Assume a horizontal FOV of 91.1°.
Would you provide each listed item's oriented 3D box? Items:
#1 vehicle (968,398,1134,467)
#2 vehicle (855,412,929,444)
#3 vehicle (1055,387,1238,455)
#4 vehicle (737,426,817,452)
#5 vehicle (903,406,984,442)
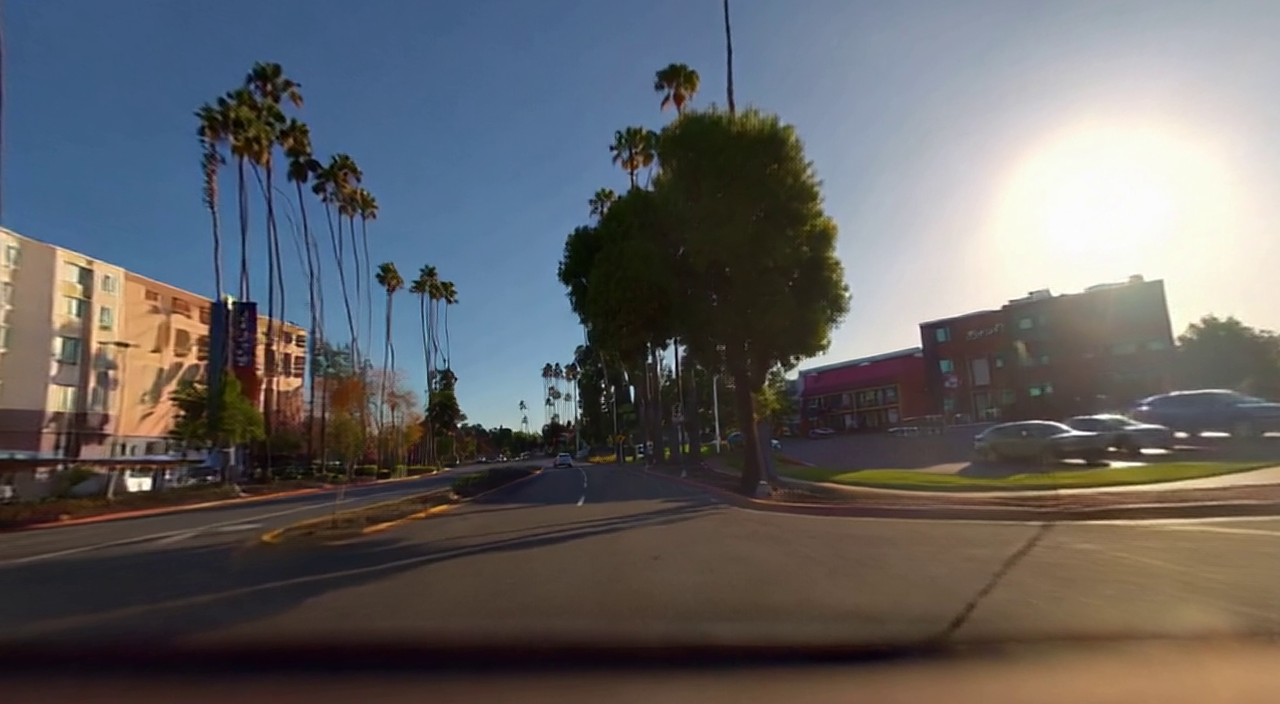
[{"bbox_3d":[11.617,2.405,18.304,2.196,1.715,4.918,-1,-9,10],"label":"vehicle"},{"bbox_3d":[17.908,5.408,44.636,4.537,1.686,2.002,-3,-11,-21],"label":"vehicle"},{"bbox_3d":[14.202,2.081,18.049,2.065,1.687,4.584,-2,-9,11],"label":"vehicle"},{"bbox_3d":[8.919,5.713,41.208,4.671,1.630,2.200,0,-9,-3],"label":"vehicle"},{"bbox_3d":[18.201,4.412,37.912,1.992,1.767,4.848,-7,-9,-5],"label":"vehicle"}]
